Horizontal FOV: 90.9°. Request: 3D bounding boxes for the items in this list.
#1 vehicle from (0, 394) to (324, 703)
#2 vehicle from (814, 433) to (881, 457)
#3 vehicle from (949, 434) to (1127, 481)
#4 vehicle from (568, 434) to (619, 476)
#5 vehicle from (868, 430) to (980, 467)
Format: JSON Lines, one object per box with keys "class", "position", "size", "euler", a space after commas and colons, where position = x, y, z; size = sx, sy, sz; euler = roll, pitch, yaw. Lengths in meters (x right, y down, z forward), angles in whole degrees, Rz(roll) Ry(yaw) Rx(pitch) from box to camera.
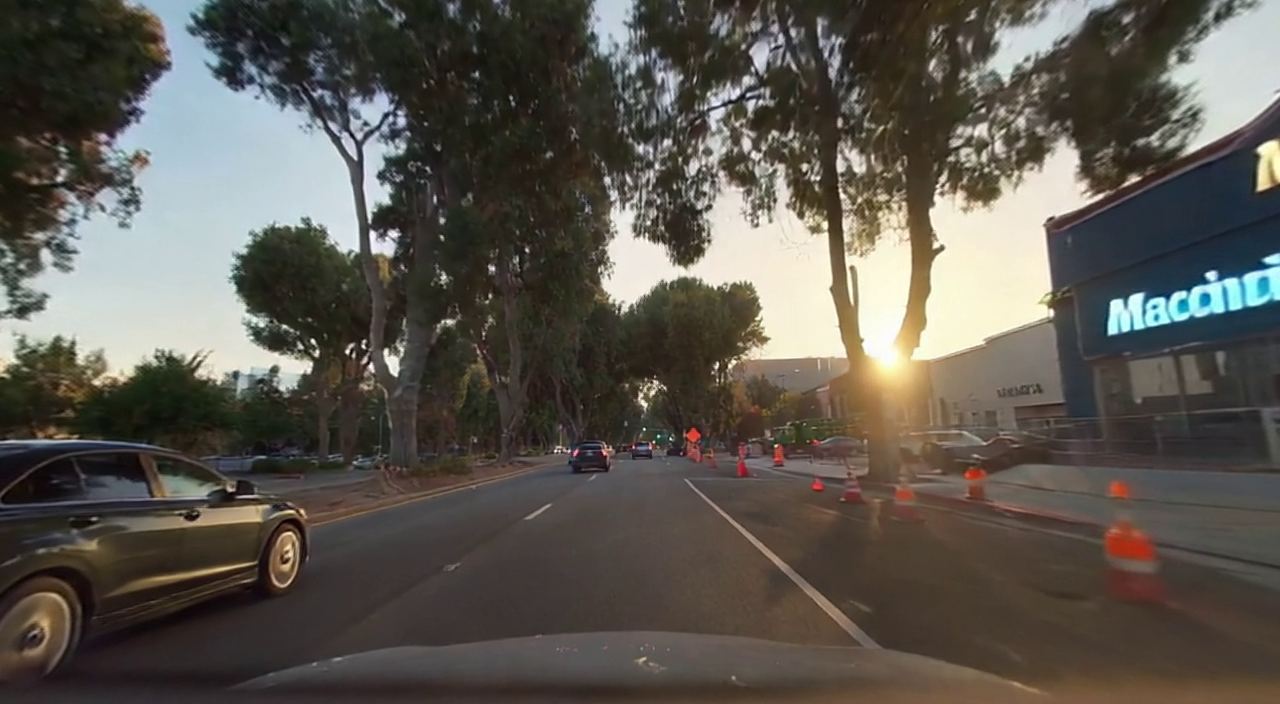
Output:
{"class": "vehicle", "position": [-3.937, 1.125, 3.999], "size": [1.856, 1.540, 3.733], "euler": [0, -8, 1]}
{"class": "vehicle", "position": [15.871, 7.126, 48.348], "size": [1.874, 1.694, 4.535], "euler": [7, -11, -39]}
{"class": "vehicle", "position": [13.453, 3.577, 21.705], "size": [4.835, 1.458, 1.934], "euler": [-3, -9, 23]}
{"class": "vehicle", "position": [-2.054, 4.508, 27.738], "size": [2.038, 1.682, 4.399], "euler": [1, -8, -5]}
{"class": "vehicle", "position": [13.956, 4.737, 31.106], "size": [4.804, 1.695, 2.055], "euler": [-4, -9, 26]}
